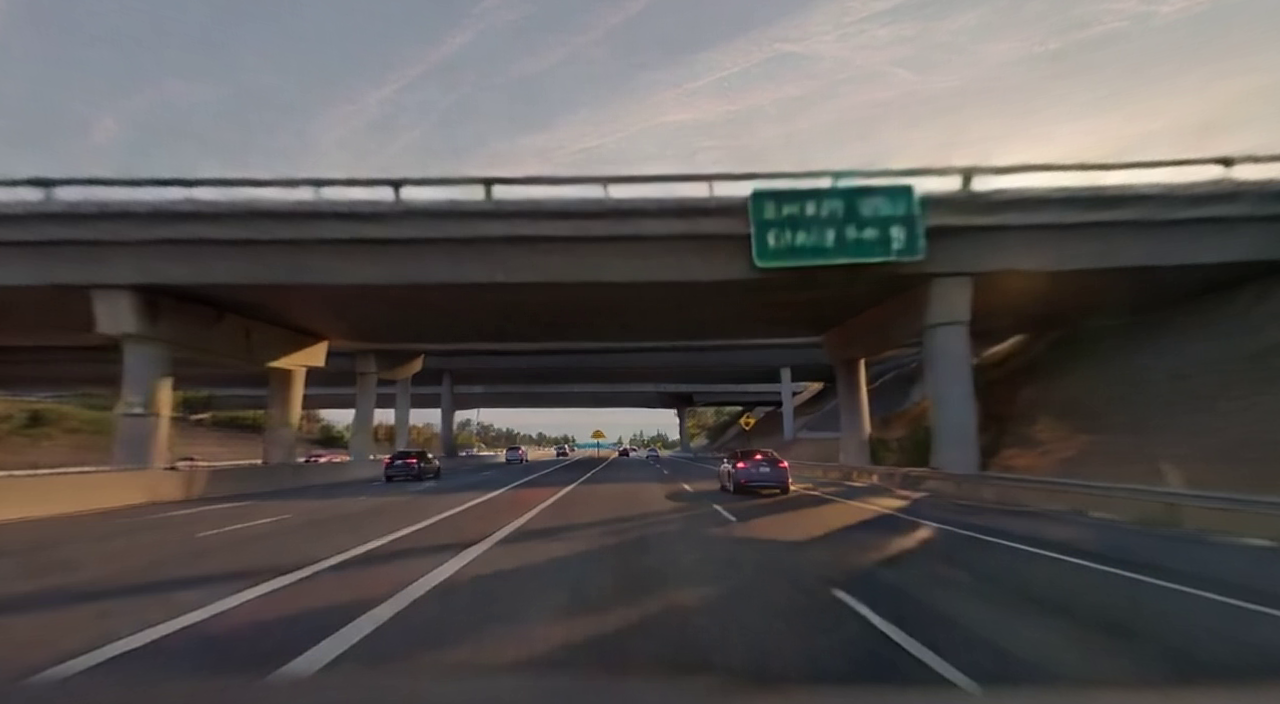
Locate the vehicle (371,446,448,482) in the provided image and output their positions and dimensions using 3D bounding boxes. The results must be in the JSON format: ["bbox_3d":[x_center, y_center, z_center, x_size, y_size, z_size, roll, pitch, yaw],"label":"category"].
[{"bbox_3d":[-10.818,5.297,30.007,2.072,1.545,4.687,1,-9,-3],"label":"vehicle"}]

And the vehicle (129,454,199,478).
[{"bbox_3d":[-34.853,8.331,46.231,1.865,1.601,4.387,1,-9,-3],"label":"vehicle"}]

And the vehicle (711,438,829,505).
[{"bbox_3d":[3.258,3.106,16.748,2.079,1.535,4.316,0,-9,-2],"label":"vehicle"}]
